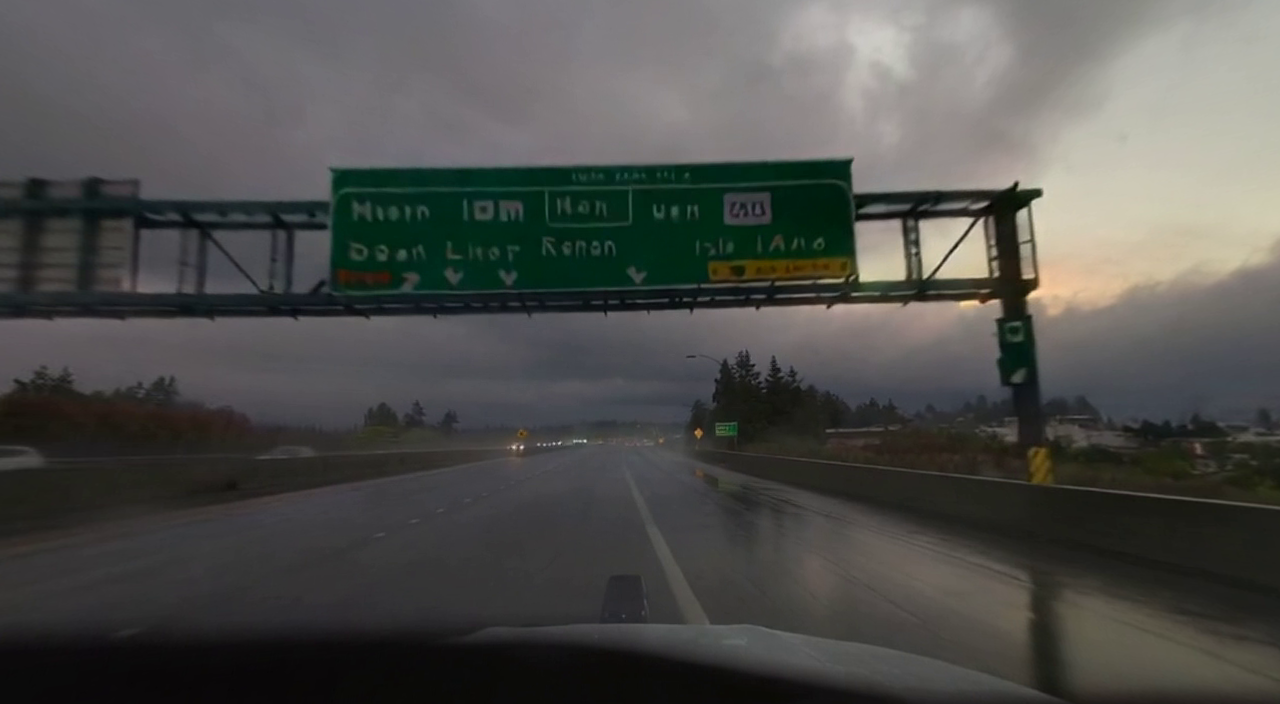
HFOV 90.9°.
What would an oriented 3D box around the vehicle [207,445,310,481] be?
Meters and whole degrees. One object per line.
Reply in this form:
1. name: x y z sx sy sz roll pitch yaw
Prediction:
1. vehicle: -16.006 4.667 26.733 1.847 1.416 4.254 0 -9 -3
